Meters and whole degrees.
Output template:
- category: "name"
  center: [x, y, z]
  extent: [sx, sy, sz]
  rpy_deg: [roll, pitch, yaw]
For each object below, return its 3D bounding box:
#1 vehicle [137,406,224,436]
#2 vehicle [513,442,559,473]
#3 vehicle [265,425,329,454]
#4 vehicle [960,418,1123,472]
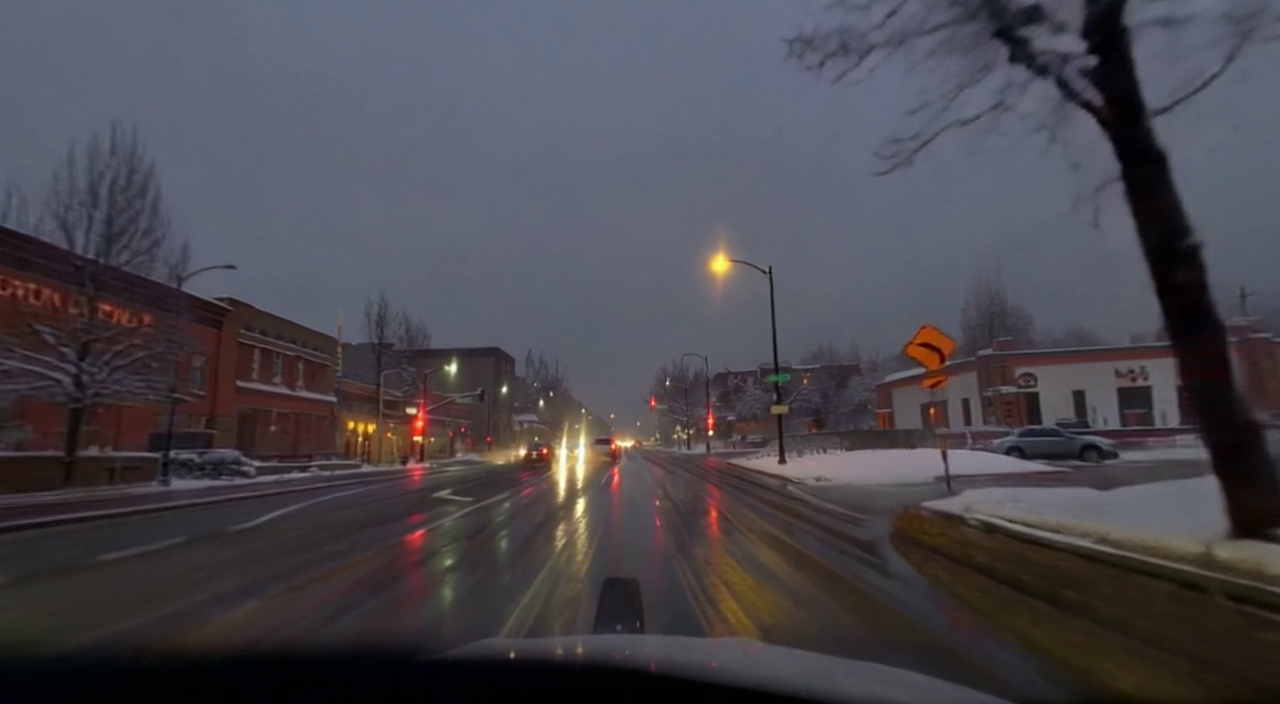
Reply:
- category: "vehicle"
  center: [-25.513, 3.864, 35.150]
  extent: [3.556, 1.611, 1.623]
  rpy_deg: [0, -8, 3]
- category: "vehicle"
  center: [-5.596, 5.692, 34.367]
  extent: [1.889, 1.572, 3.599]
  rpy_deg: [0, -8, 1]
- category: "vehicle"
  center: [-25.346, 6.484, 46.734]
  extent: [3.572, 2.012, 1.872]
  rpy_deg: [-1, -8, -2]
- category: "vehicle"
  center: [14.895, 3.503, 23.673]
  extent: [4.562, 1.648, 2.028]
  rpy_deg: [-4, -9, 3]
